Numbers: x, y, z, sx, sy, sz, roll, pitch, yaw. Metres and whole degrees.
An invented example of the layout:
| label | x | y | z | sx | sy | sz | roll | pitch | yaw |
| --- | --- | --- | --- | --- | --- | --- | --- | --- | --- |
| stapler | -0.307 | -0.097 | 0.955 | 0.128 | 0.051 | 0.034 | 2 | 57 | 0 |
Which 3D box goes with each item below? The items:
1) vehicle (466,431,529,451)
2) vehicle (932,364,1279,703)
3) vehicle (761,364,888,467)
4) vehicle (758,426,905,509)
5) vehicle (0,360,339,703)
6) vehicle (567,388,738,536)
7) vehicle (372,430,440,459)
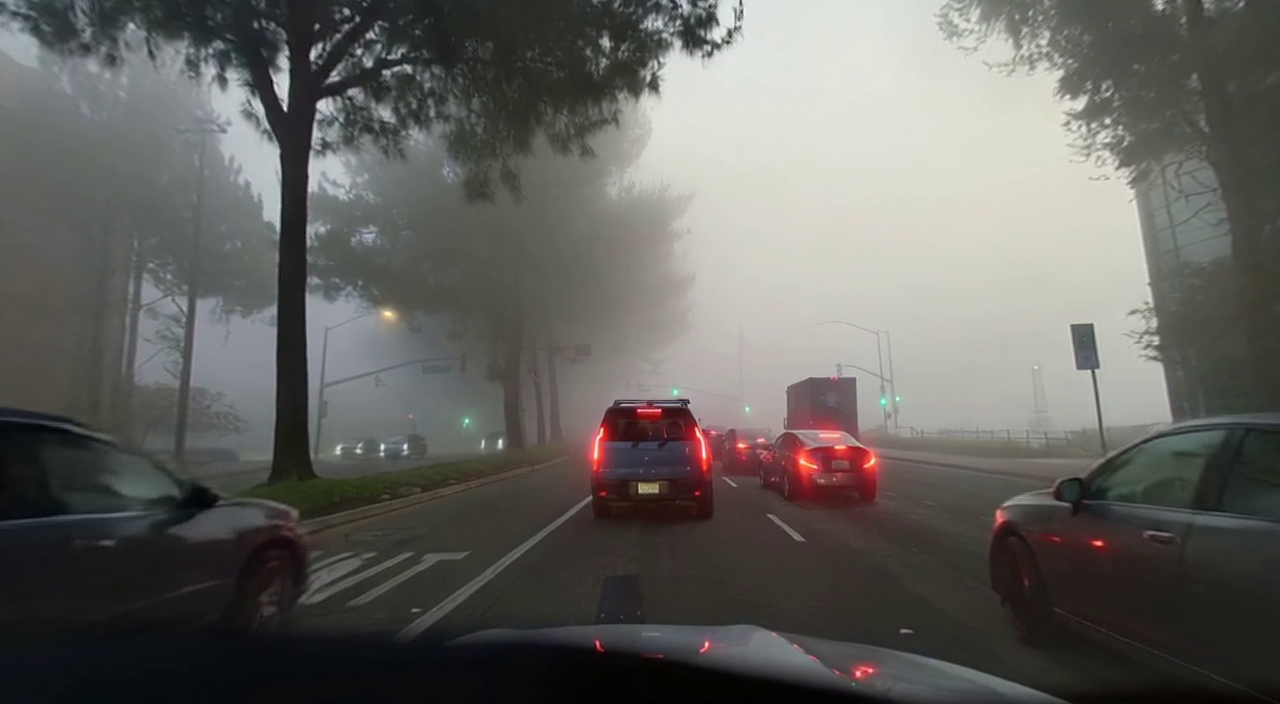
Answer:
| label | x | y | z | sx | sy | sz | roll | pitch | yaw |
| --- | --- | --- | --- | --- | --- | --- | --- | --- | --- |
| vehicle | -11.058 | 6.959 | 49.102 | 4.650 | 1.489 | 2.005 | 1 | -9 | -8 |
| vehicle | 3.226 | 0.887 | 2.646 | 2.109 | 1.500 | 4.585 | 0 | -9 | 5 |
| vehicle | 7.825 | 3.049 | 28.304 | 2.965 | 3.900 | 9.064 | 0 | -9 | 0 |
| vehicle | 3.778 | 2.354 | 13.240 | 1.862 | 1.451 | 4.083 | 0 | -9 | 1 |
| vehicle | -3.174 | 0.793 | 2.173 | 2.010 | 1.515 | 4.152 | 0 | -9 | 3 |
| vehicle | 0.281 | 1.752 | 10.426 | 2.188 | 1.892 | 4.488 | 0 | -9 | 3 |
| vehicle | -14.917 | 5.951 | 40.386 | 2.018 | 1.715 | 4.451 | -1 | -9 | 10 |
